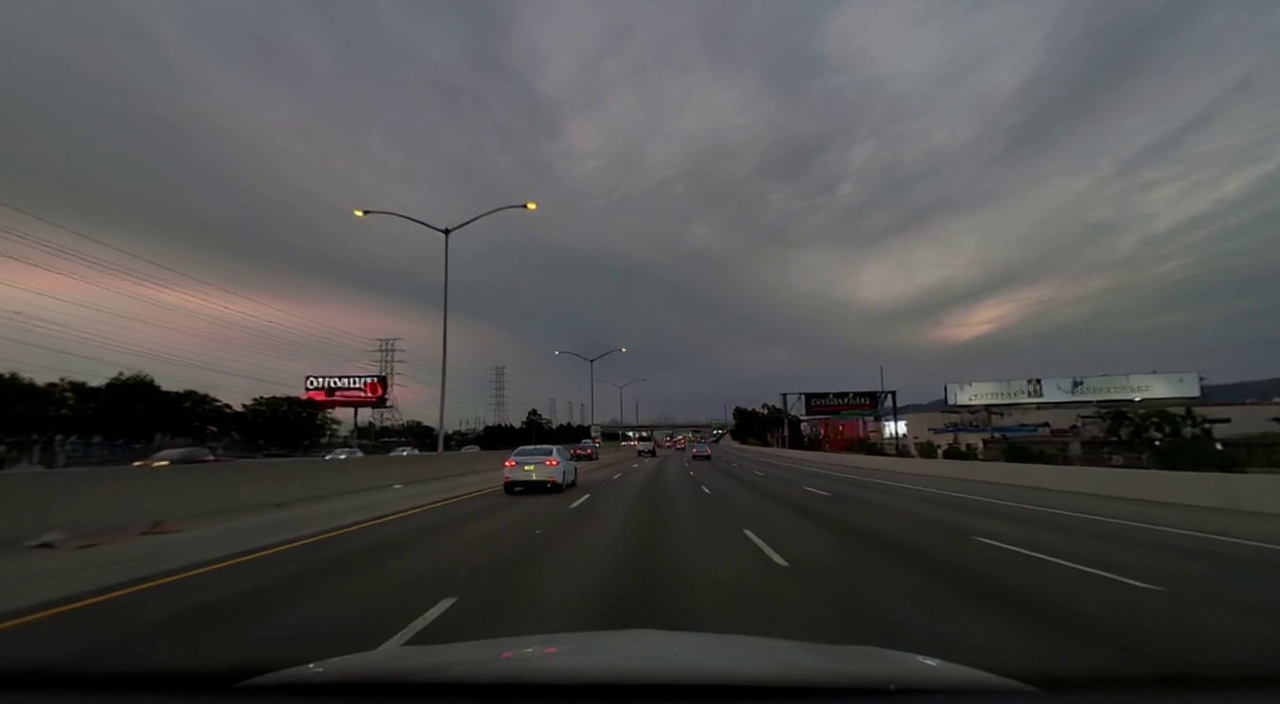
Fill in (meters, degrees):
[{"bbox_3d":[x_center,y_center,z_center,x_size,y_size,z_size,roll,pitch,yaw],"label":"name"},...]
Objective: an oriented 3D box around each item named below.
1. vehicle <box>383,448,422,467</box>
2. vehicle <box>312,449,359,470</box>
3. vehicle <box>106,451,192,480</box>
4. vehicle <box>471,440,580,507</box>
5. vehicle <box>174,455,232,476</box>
[{"bbox_3d":[-18.270,8.086,48.592,1.472,1.365,3.348,0,-8,4],"label":"vehicle"},{"bbox_3d":[-22.084,7.783,45.896,1.605,1.392,3.428,0,-8,2],"label":"vehicle"},{"bbox_3d":[-26.119,6.022,33.677,1.592,1.384,3.543,0,-8,2],"label":"vehicle"},{"bbox_3d":[-2.723,2.980,15.960,1.891,1.444,3.968,0,-8,2],"label":"vehicle"},{"bbox_3d":[-31.572,8.208,45.644,1.535,1.347,3.388,0,-8,4],"label":"vehicle"}]
